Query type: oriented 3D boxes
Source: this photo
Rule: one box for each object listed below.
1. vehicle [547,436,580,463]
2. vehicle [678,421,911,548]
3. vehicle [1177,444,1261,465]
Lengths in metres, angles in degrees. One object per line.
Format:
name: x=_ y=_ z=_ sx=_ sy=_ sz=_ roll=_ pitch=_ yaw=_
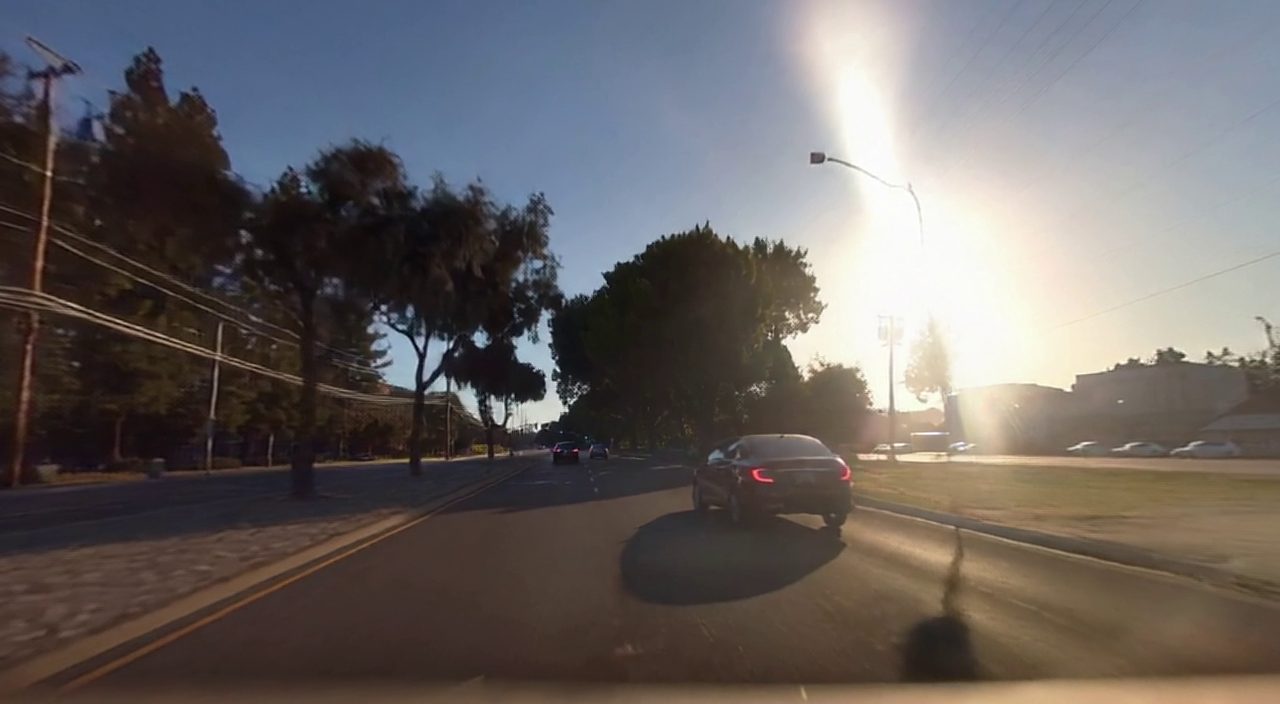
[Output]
vehicle: x=-5.384 y=6.921 z=44.755 sx=2.189 sy=1.776 sz=4.342 roll=1 pitch=-8 yaw=-6
vehicle: x=2.144 y=2.055 z=10.554 sx=2.235 sy=1.597 sz=4.918 roll=1 pitch=-8 yaw=-6
vehicle: x=44.394 y=7.831 z=48.401 sx=1.787 sy=1.503 sz=4.608 roll=1 pitch=-8 yaw=-4
